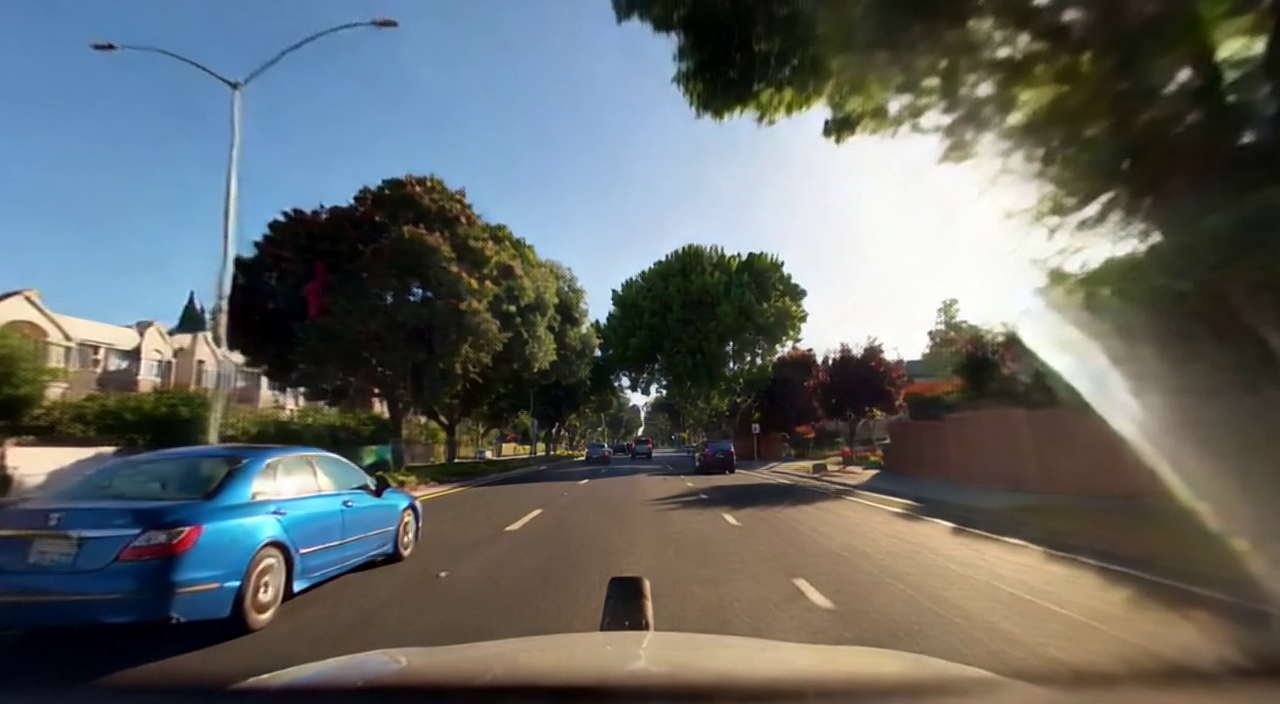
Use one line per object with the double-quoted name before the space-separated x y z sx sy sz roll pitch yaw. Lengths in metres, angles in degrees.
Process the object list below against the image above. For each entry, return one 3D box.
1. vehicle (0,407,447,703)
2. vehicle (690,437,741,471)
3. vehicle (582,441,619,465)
"vehicle" -3.543 1.376 5.416 2.091 1.503 4.989 0 -8 1
"vehicle" 3.926 5.389 33.497 2.182 1.688 4.187 0 -8 0
"vehicle" -2.548 6.685 41.758 1.940 1.473 4.133 -1 -8 3
